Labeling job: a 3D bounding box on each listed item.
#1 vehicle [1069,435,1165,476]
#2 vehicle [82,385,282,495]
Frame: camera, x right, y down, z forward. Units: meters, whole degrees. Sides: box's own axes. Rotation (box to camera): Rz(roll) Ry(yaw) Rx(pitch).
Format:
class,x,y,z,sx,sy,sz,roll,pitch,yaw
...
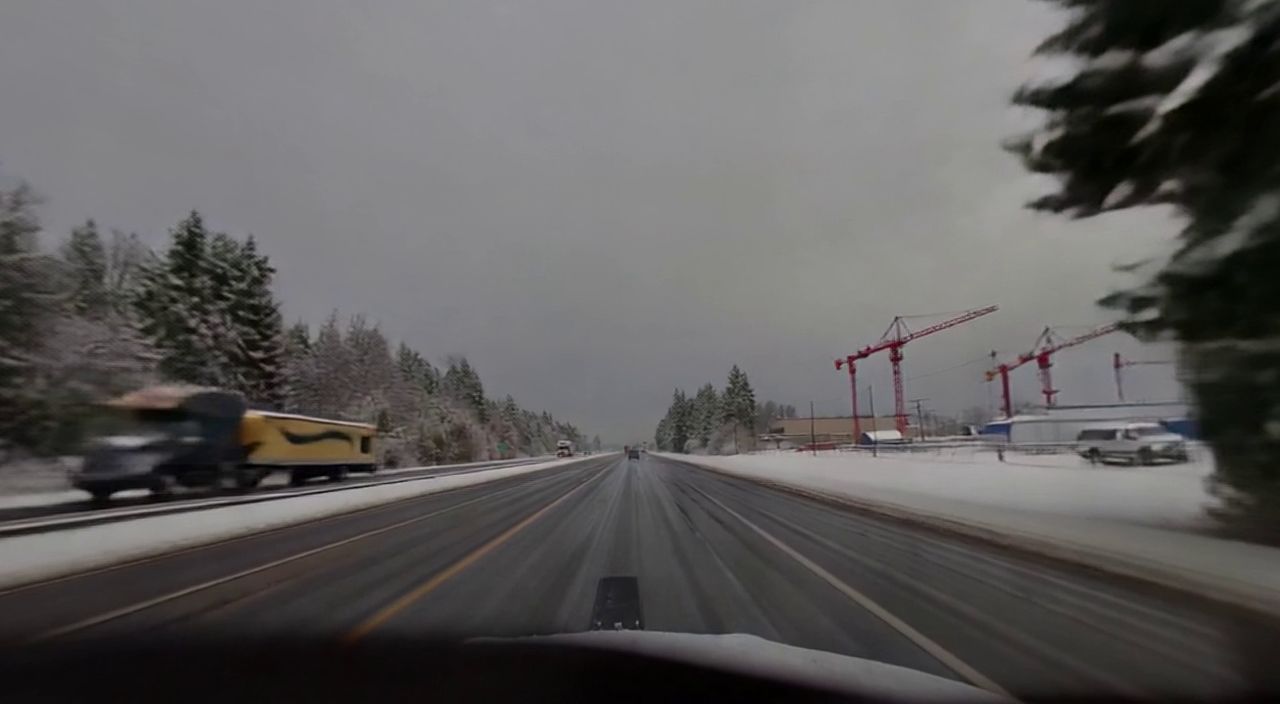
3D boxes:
class,x,y,z,sx,sy,sz,roll,pitch,yaw
vehicle,34.758,7.586,46.151,4.454,2.856,3.037,-1,-9,4
vehicle,-17.031,3.391,24.130,3.004,3.663,5.895,0,-9,0
